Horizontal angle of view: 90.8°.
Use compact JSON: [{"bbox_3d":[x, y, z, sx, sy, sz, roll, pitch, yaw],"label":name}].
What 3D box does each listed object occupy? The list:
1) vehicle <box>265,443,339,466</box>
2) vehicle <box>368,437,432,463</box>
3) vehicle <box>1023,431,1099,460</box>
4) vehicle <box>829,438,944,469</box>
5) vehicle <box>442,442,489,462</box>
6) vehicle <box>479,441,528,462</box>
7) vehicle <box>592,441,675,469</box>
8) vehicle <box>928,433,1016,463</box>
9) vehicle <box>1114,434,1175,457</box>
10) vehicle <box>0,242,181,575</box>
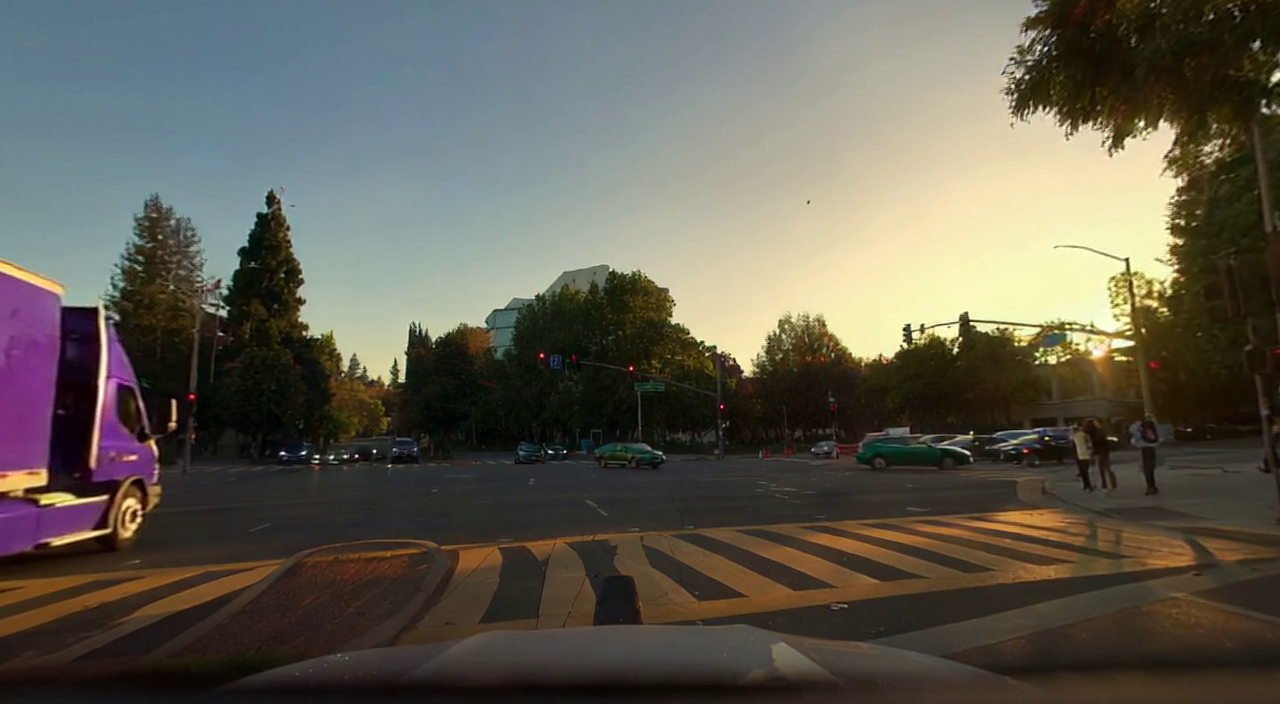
[{"bbox_3d":[-21.819,6.641,40.997,1.859,1.415,4.591,-1,-9,8],"label":"vehicle"},{"bbox_3d":[-17.374,7.151,45.999,2.189,1.753,4.785,-2,-9,9],"label":"vehicle"},{"bbox_3d":[28.320,6.295,42.484,4.662,1.840,2.055,4,-10,-26],"label":"vehicle"},{"bbox_3d":[12.315,5.097,31.794,4.911,1.504,2.109,0,-9,2],"label":"vehicle"},{"bbox_3d":[-13.167,7.590,47.860,1.845,1.426,4.289,-1,-9,8],"label":"vehicle"},{"bbox_3d":[-10.138,7.468,47.399,2.097,1.484,4.596,-1,-9,8],"label":"vehicle"},{"bbox_3d":[-0.403,5.505,33.945,1.911,1.415,4.487,8,-12,-43],"label":"vehicle"},{"bbox_3d":[20.165,5.824,38.350,5.244,1.717,1.897,4,-10,-27],"label":"vehicle"},{"bbox_3d":[38.651,7.158,48.392,4.122,1.682,1.930,4,-9,-25],"label":"vehicle"},{"bbox_3d":[-7.727,0.489,5.538,3.112,3.230,6.726,1,-7,-10],"label":"vehicle"}]
